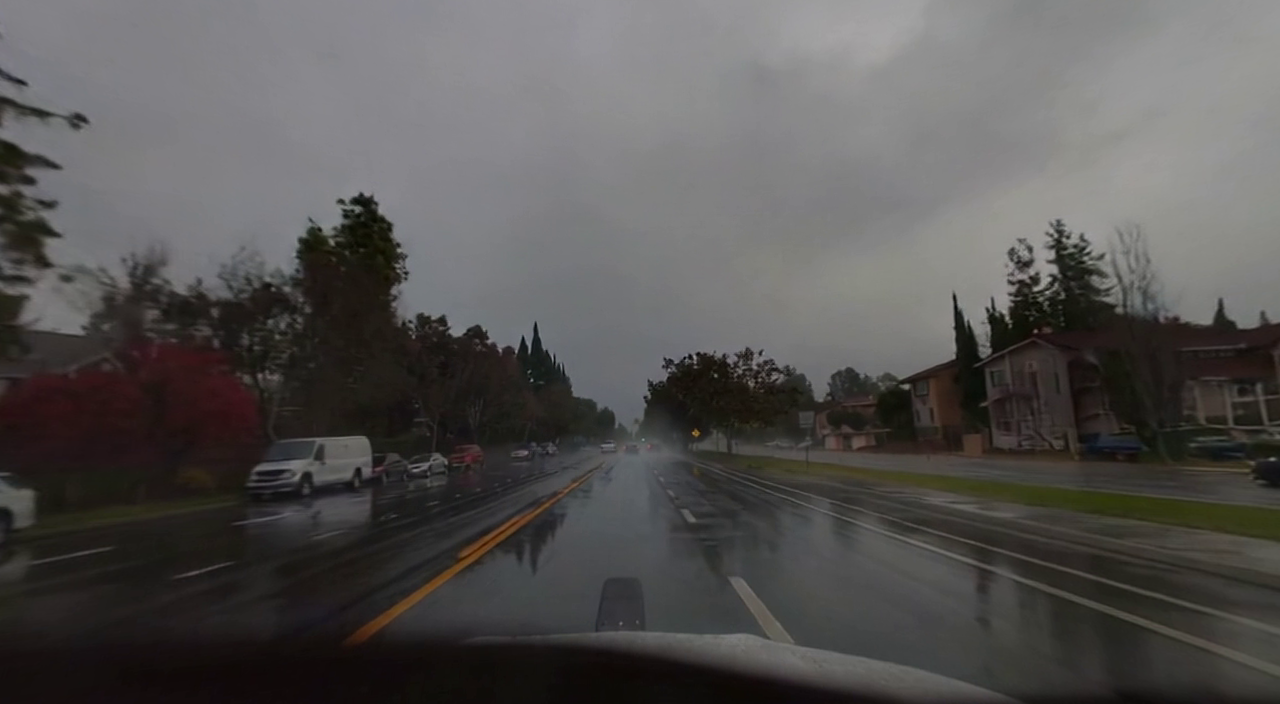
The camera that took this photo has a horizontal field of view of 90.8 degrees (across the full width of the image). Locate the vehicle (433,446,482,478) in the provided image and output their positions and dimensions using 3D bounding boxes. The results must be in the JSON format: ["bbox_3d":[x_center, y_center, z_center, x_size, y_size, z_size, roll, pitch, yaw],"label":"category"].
[{"bbox_3d":[-12.412,7.514,43.293,2.107,1.950,4.529,-2,-9,0],"label":"vehicle"}]

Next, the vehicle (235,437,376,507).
[{"bbox_3d":[-12.334,4.439,23.905,2.630,2.286,5.309,-1,-9,-3],"label":"vehicle"}]
